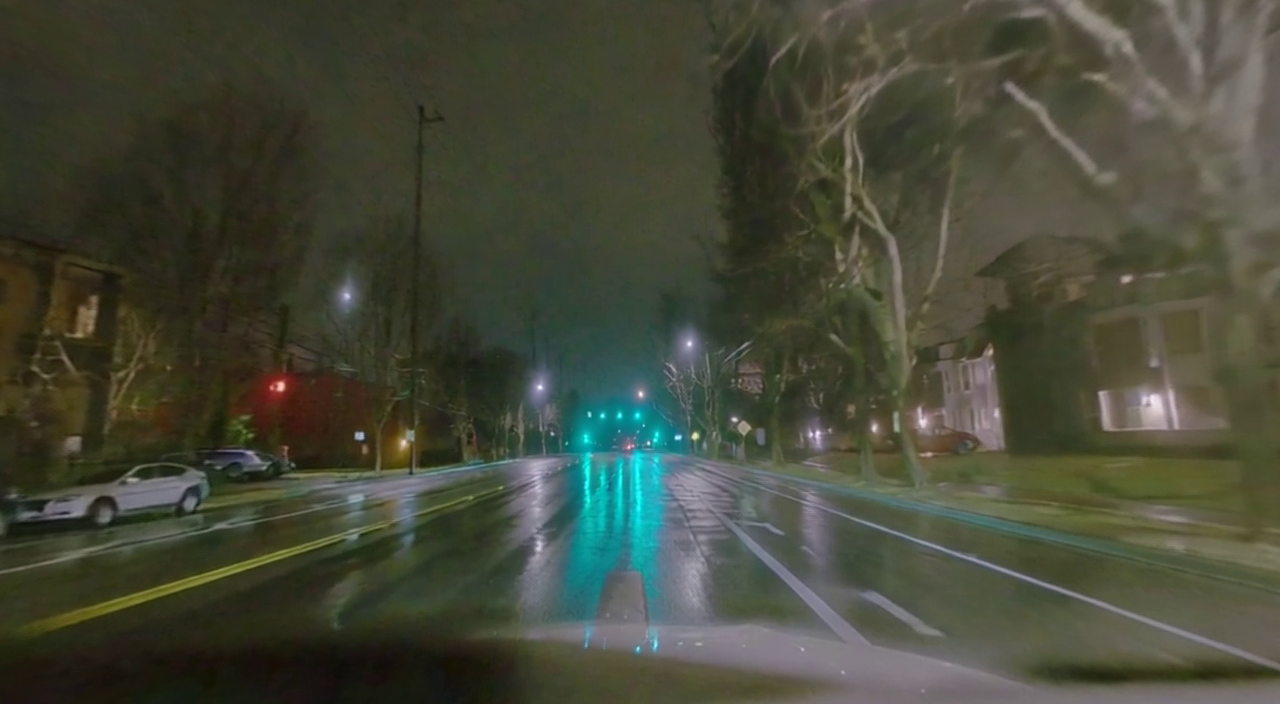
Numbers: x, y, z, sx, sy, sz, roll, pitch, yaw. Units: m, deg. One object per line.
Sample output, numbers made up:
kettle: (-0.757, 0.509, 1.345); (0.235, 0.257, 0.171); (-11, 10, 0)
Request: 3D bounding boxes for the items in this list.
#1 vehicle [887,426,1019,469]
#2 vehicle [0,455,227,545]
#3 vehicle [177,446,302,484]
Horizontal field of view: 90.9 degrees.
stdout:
vehicle: (13.865, 4.234, 28.275); (4.907, 1.693, 2.081); (-1, -7, 13)
vehicle: (-11.852, 3.233, 14.426); (1.888, 1.439, 4.351); (-2, -6, 0)
vehicle: (-18.999, 5.359, 30.036); (4.573, 1.643, 2.158); (-2, -9, 5)
